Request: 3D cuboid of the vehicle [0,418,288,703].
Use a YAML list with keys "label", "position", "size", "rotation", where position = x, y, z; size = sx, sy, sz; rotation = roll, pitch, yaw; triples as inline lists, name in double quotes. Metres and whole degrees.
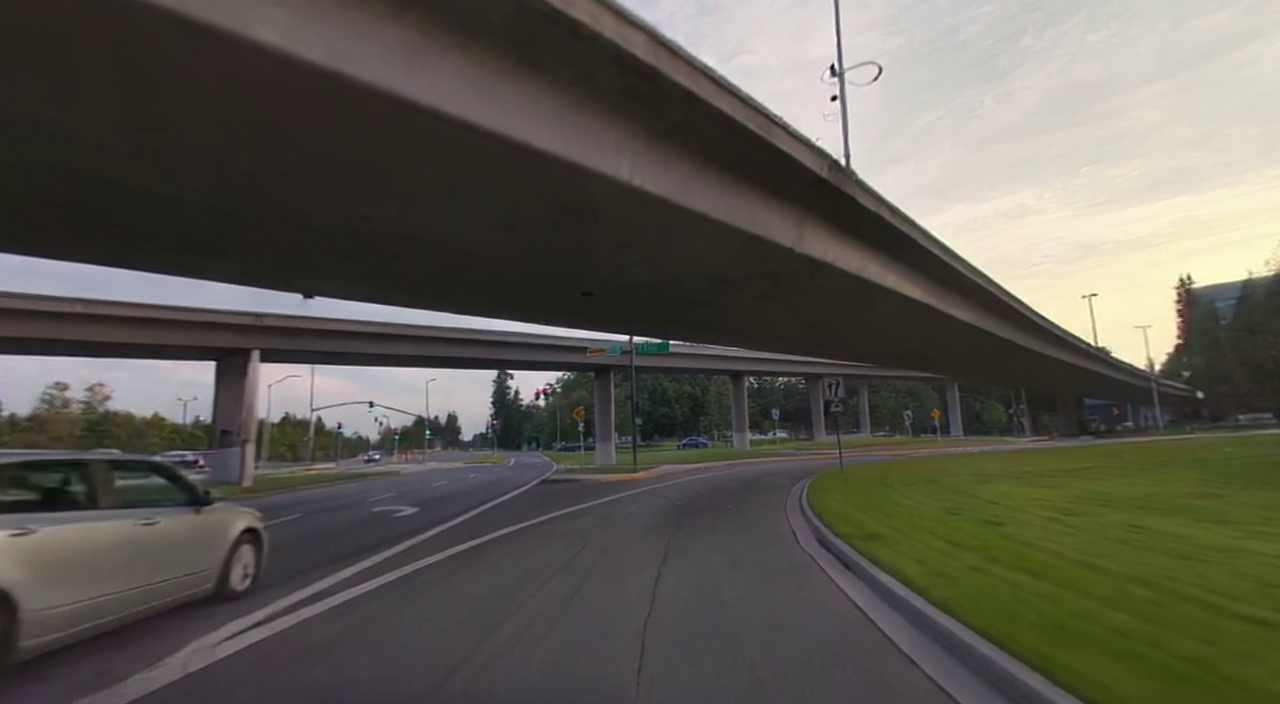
- label: "vehicle"
  position: [-4.337, 1.179, 3.853]
  size: [1.963, 1.460, 4.614]
  rotation: [0, -9, -4]
